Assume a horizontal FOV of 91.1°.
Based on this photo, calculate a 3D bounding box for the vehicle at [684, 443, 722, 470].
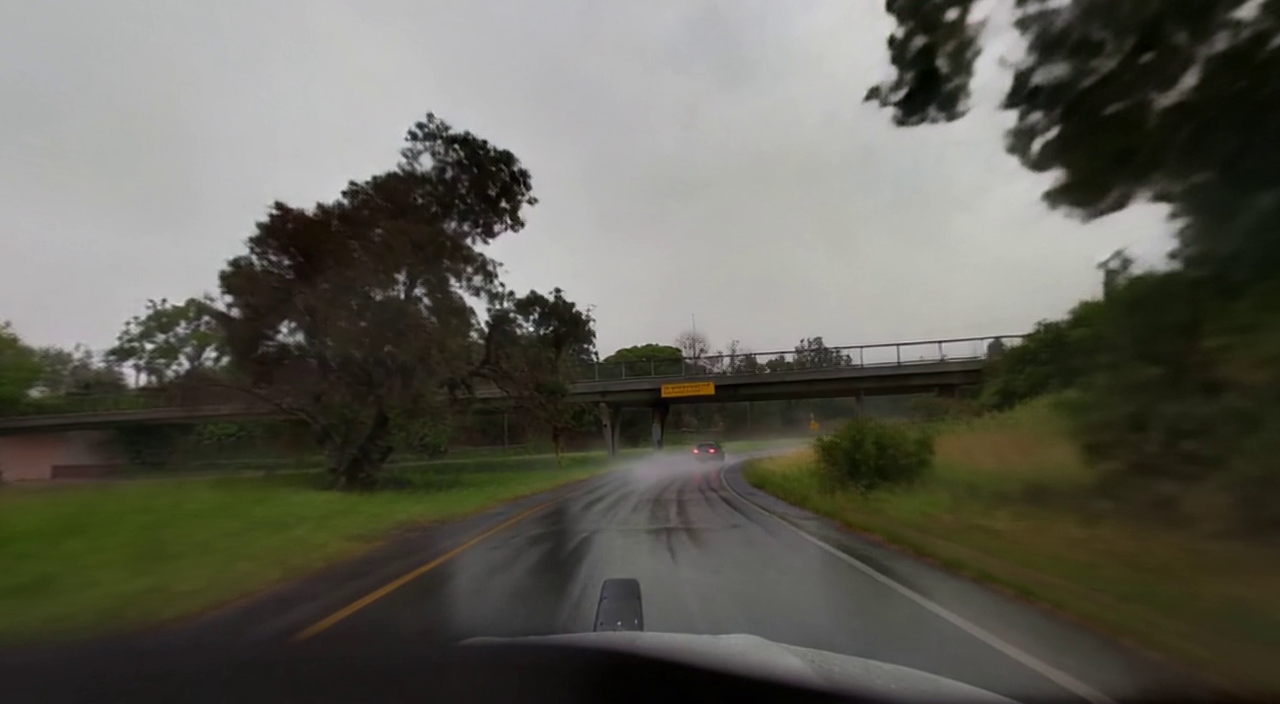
[{"bbox_3d":[3.720,6.082,36.584,1.980,1.449,3.650,-2,-9,8],"label":"vehicle"}]
